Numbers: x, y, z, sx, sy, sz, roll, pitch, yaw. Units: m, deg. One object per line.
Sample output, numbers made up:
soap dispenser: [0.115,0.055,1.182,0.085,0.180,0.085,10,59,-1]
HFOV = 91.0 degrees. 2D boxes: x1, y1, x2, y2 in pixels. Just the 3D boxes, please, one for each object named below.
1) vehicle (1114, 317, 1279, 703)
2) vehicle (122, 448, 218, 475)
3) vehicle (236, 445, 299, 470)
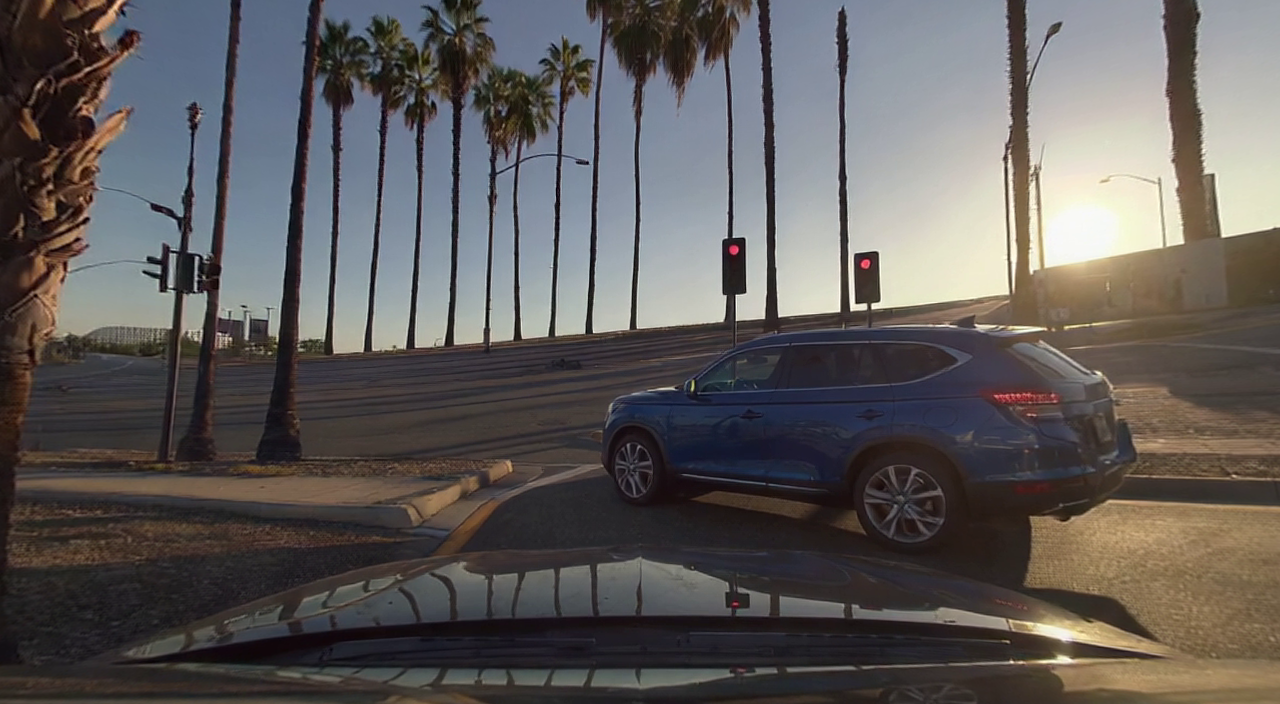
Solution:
vehicle: [3.463,0.515,0.786,2.028,1.770,4.737,0,-9,0]
vehicle: [-26.550,6.168,35.756,1.830,1.443,4.551,0,-9,2]
vehicle: [-26.263,7.419,44.558,1.941,1.631,4.017,0,-9,0]
